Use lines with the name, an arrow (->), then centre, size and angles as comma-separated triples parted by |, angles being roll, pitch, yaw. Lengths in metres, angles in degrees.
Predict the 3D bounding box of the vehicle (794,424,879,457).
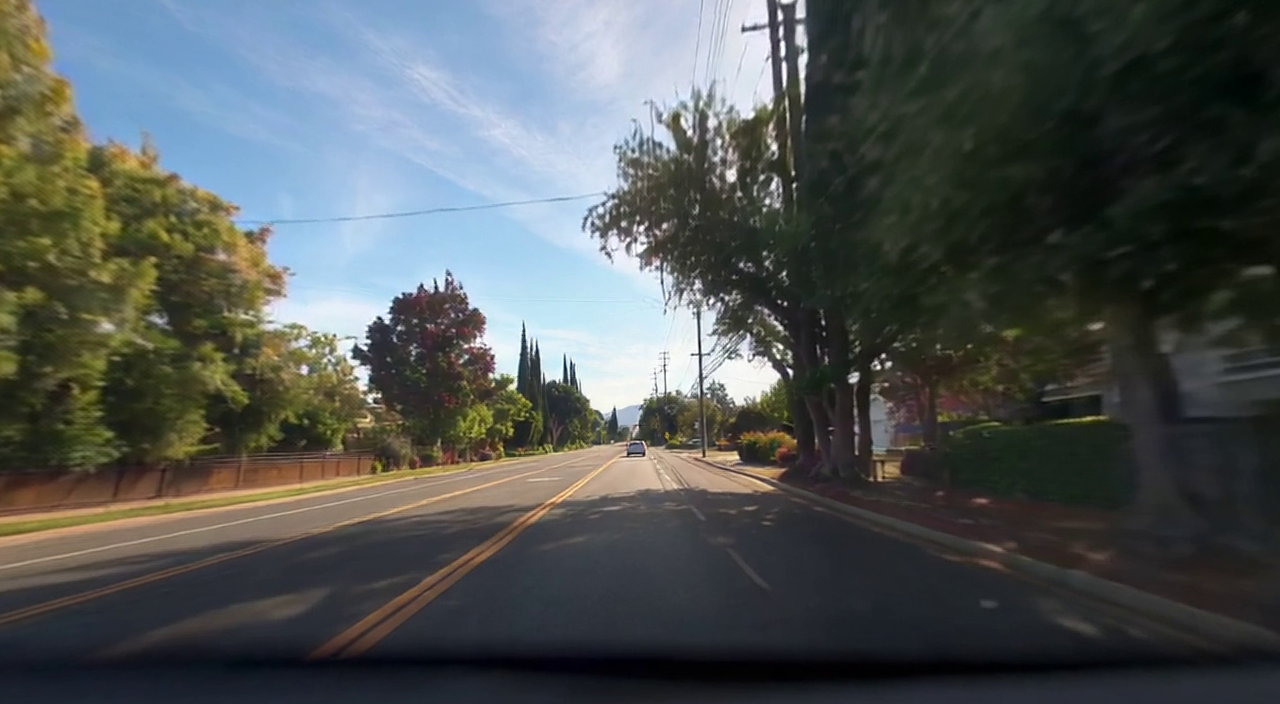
vehicle -> 12.860, 5.832, 41.433 | 4.905, 2.056, 2.058 | 0, -8, 0
